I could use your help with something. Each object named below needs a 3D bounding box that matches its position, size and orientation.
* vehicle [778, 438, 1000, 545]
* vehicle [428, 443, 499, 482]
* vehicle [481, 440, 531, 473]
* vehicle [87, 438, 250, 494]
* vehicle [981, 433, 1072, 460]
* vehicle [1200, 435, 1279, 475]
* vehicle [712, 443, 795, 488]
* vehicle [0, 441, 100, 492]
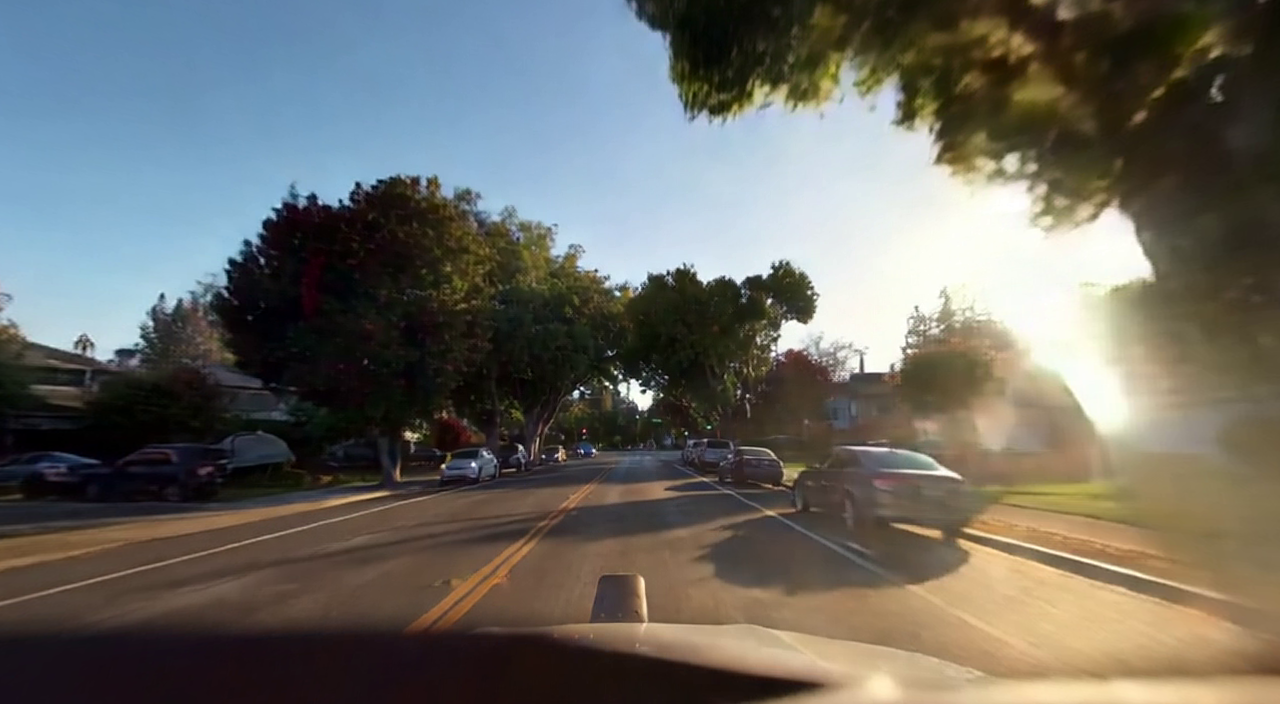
[{"bbox_3d":[4.005,2.307,11.214,2.005,1.466,4.767,0,-8,0],"label":"vehicle"},{"bbox_3d":[-7.555,4.756,27.314,1.976,1.554,3.654,0,-8,1],"label":"vehicle"},{"bbox_3d":[-7.550,5.935,35.908,1.994,1.718,4.518,0,-8,-1],"label":"vehicle"},{"bbox_3d":[-14.189,3.435,19.270,1.921,1.518,3.799,0,-9,2],"label":"vehicle"},{"bbox_3d":[25.615,6.283,41.823,4.572,1.771,2.081,0,-9,1],"label":"vehicle"},{"bbox_3d":[25.745,4.169,25.602,3.778,1.560,2.141,0,-8,0],"label":"vehicle"},{"bbox_3d":[3.904,3.969,22.409,2.036,1.405,4.312,0,-8,-1],"label":"vehicle"},{"bbox_3d":[-20.094,3.623,19.842,1.880,1.510,4.758,-2,-10,0],"label":"vehicle"}]
